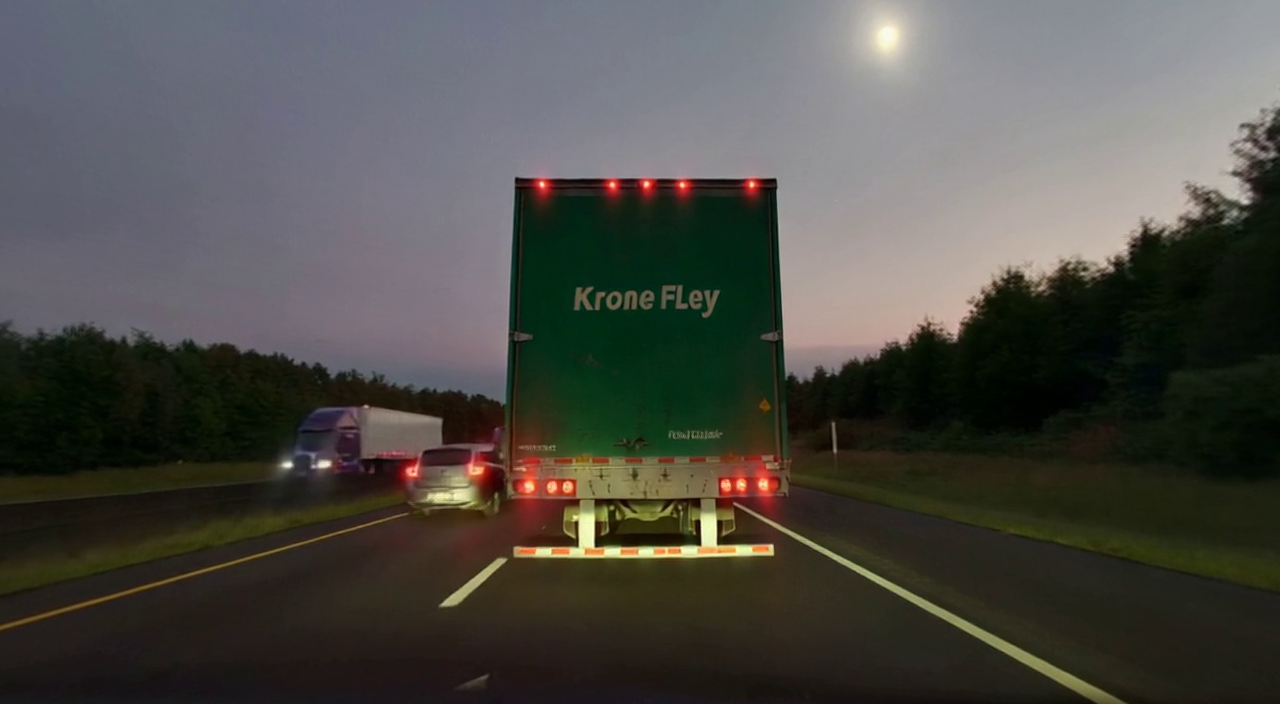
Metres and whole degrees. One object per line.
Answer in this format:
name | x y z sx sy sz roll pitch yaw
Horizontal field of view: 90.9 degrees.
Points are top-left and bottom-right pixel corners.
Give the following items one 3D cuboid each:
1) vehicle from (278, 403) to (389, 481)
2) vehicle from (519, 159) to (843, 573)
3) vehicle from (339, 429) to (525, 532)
vehicle | -16.848 5.055 35.243 3.034 3.940 5.969 0 -9 0
vehicle | 0.314 1.161 13.730 3.230 4.377 14.405 0 -9 -1
vehicle | -3.694 2.373 12.152 2.095 1.600 4.247 0 -9 0
